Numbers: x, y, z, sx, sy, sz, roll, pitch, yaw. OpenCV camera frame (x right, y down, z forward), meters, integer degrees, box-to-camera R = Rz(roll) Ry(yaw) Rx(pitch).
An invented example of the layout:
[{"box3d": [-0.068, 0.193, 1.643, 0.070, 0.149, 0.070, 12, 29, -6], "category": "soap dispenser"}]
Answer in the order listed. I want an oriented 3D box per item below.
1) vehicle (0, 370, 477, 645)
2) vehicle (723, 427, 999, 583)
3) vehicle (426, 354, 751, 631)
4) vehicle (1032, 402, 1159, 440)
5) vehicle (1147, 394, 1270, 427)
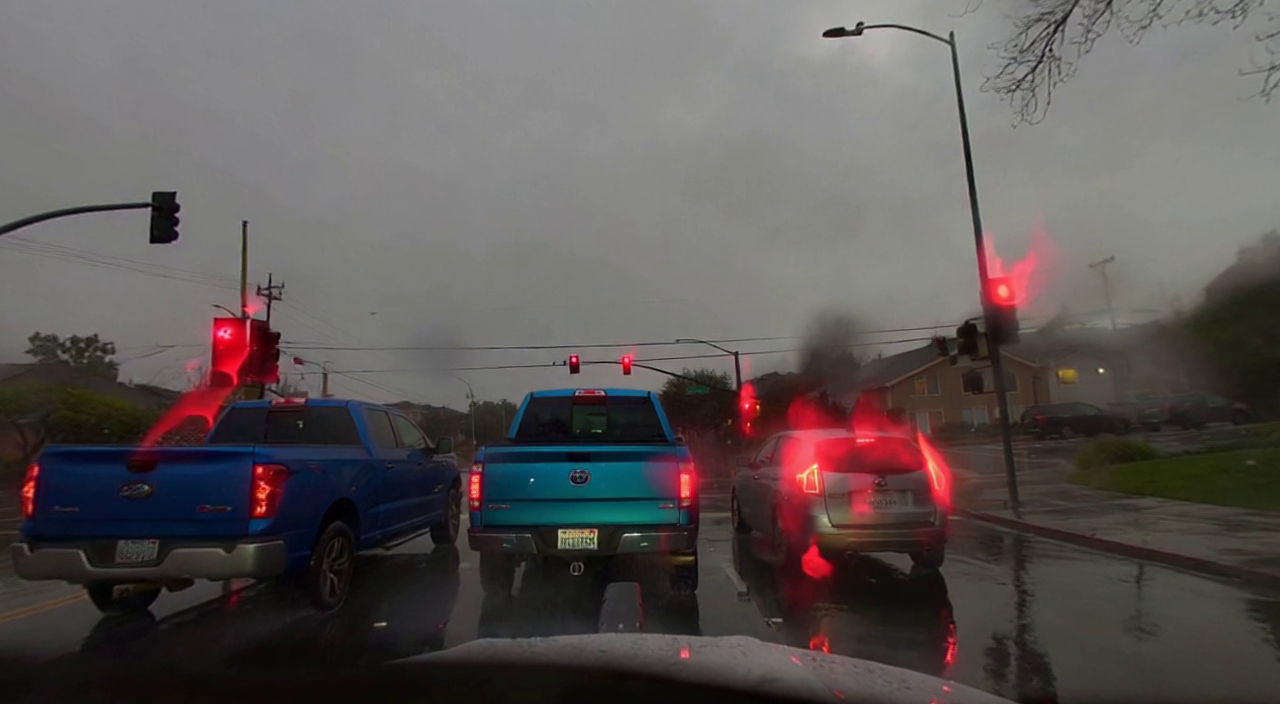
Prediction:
[{"box3d": [-3.464, 1.417, 6.881, 2.146, 1.828, 5.148, 0, -9, -2], "category": "vehicle"}, {"box3d": [2.421, 1.803, 8.323, 2.016, 1.481, 4.336, 0, -9, -1], "category": "vehicle"}, {"box3d": [-0.398, 1.313, 6.770, 2.282, 1.964, 4.421, 0, -9, -1], "category": "vehicle"}, {"box3d": [23.290, 3.590, 32.481, 4.721, 1.866, 2.188, 0, -9, 2], "category": "vehicle"}, {"box3d": [29.320, 3.043, 32.661, 4.540, 1.543, 1.803, 0, -9, 0], "category": "vehicle"}]
